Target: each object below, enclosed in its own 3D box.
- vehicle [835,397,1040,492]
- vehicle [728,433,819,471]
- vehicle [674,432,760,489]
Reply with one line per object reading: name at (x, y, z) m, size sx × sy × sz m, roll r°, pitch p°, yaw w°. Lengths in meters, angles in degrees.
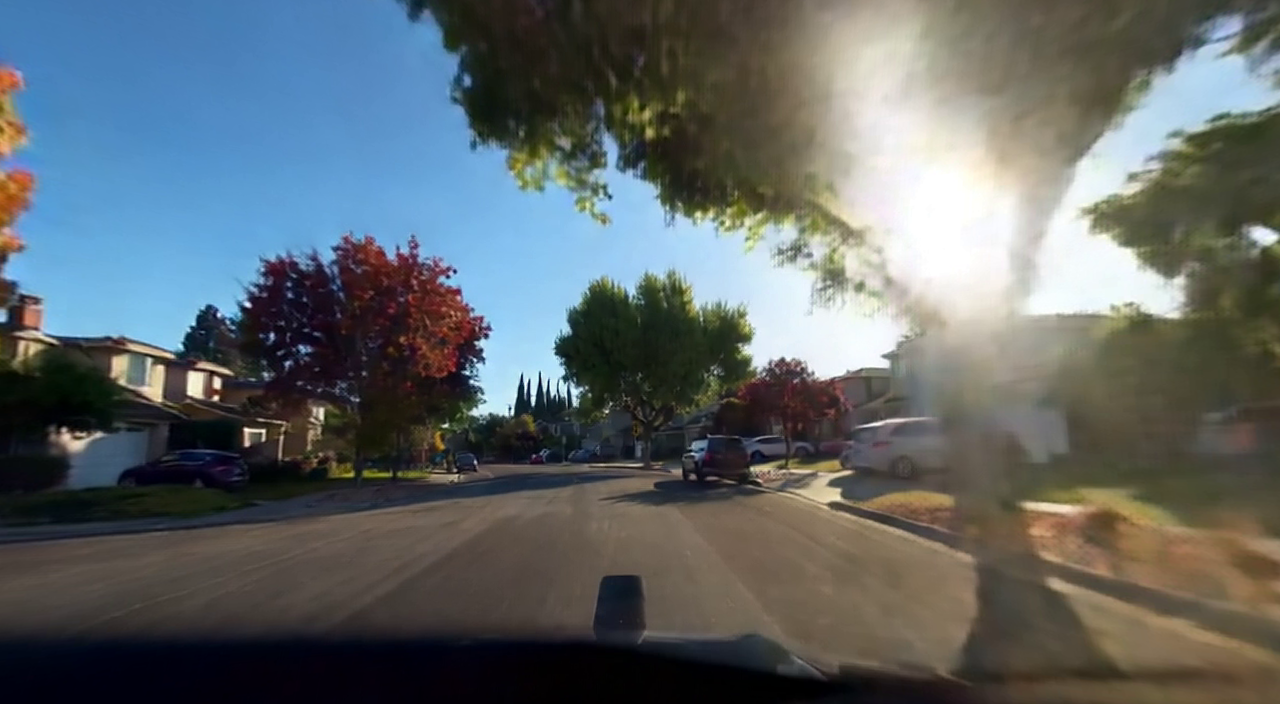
vehicle at (8.663, 2.731, 18.784) m, size 4.801 × 2.139 × 2.164 m, roll -6°, pitch -8°, yaw -2°
vehicle at (7.594, 5.755, 36.324) m, size 4.666 × 1.655 × 2.169 m, roll -6°, pitch -9°, yaw 1°
vehicle at (2.798, 4.121, 24.351) m, size 2.214 × 1.962 × 4.733 m, roll 1°, pitch -9°, yaw -6°
